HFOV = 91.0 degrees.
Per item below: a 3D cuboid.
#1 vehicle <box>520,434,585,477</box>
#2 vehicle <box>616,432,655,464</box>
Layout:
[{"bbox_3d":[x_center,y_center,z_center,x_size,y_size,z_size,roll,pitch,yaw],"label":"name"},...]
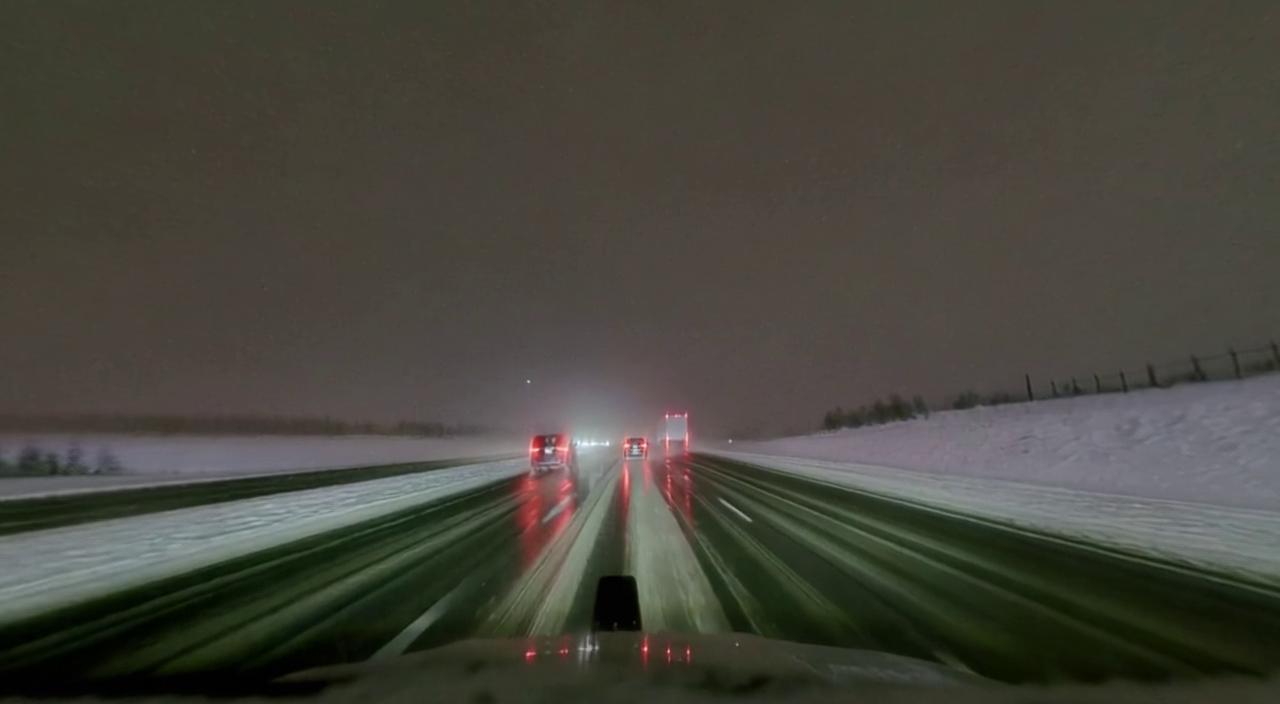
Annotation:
[{"bbox_3d":[-3.809,4.636,28.385,2.326,1.761,4.450,0,-8,0],"label":"vehicle"},{"bbox_3d":[-0.324,6.388,42.148,2.456,2.007,4.728,0,-8,-2],"label":"vehicle"}]
